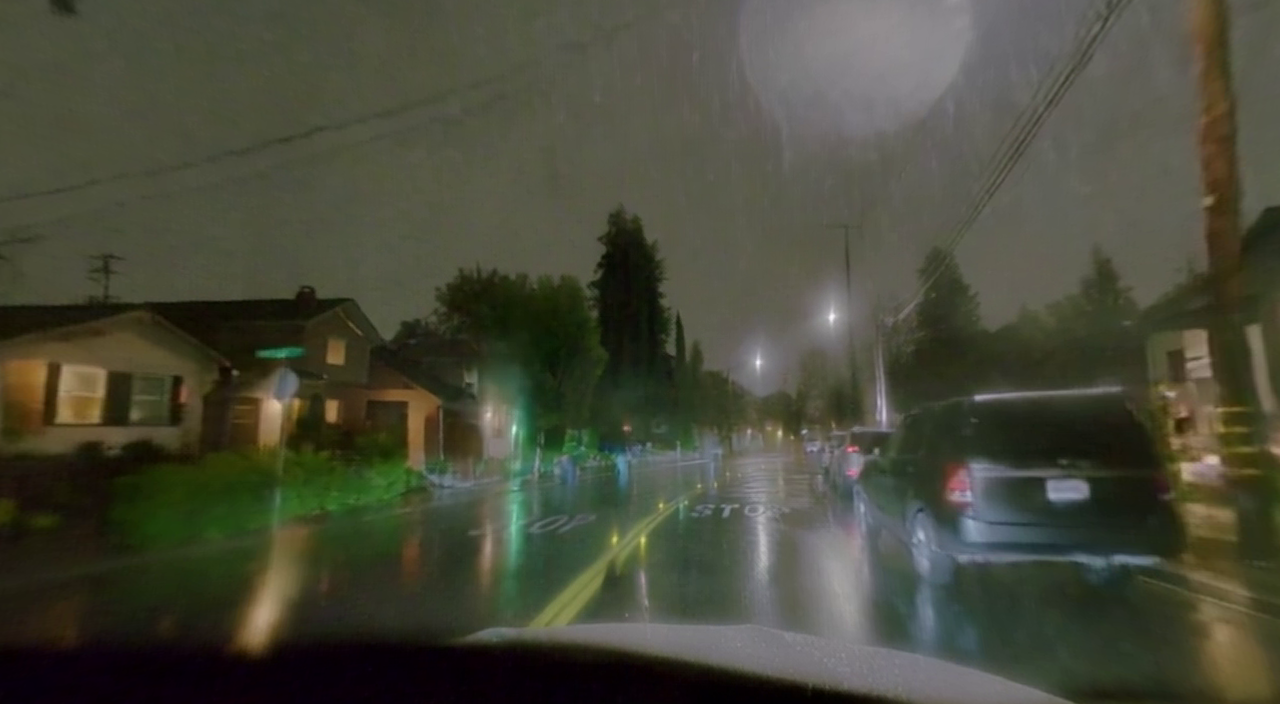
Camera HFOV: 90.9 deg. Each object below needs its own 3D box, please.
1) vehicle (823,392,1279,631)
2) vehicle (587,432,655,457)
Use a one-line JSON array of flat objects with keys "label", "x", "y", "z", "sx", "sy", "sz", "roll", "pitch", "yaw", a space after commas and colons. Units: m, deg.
[{"label": "vehicle", "x": 3.761, "y": 1.473, "z": 6.917, "sx": 2.692, "sy": 1.649, "sz": 4.689, "roll": -1, "pitch": -9, "yaw": 8}, {"label": "vehicle", "x": -1.459, "y": 7.150, "z": 48.499, "sx": 4.870, "sy": 1.813, "sz": 1.910, "roll": -4, "pitch": -9, "yaw": 21}]
